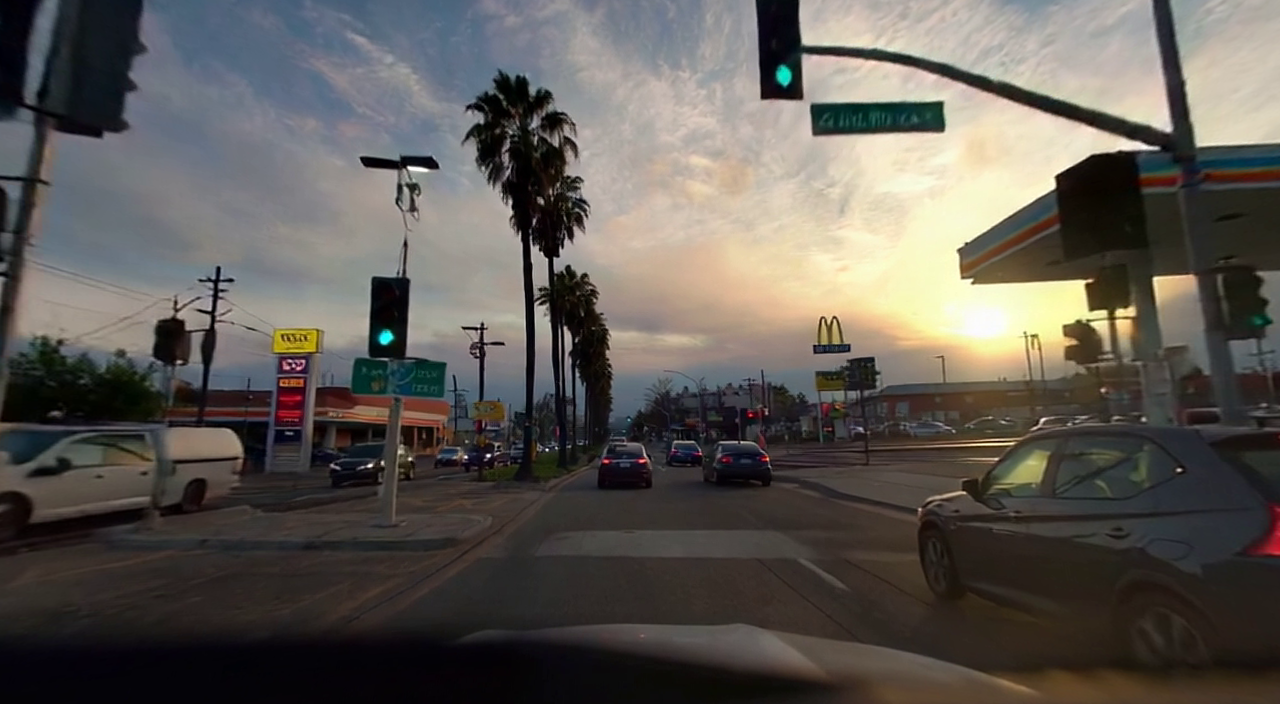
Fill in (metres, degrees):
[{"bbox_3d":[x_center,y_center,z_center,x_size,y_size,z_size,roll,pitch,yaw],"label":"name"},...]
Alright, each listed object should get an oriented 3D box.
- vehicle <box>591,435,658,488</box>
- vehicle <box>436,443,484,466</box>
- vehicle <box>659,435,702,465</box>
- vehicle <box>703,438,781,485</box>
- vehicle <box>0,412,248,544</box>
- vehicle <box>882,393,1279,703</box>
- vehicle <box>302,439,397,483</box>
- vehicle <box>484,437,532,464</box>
[{"bbox_3d":[-0.514,3.588,21.030,2.021,1.550,4.090,0,-8,-1],"label":"vehicle"},{"bbox_3d":[-12.119,6.922,42.880,1.908,1.506,4.397,0,-8,1],"label":"vehicle"},{"bbox_3d":[2.541,6.318,40.977,2.299,1.803,5.434,0,-8,-1],"label":"vehicle"},{"bbox_3d":[3.410,3.763,22.042,1.889,1.448,4.262,0,-8,-2],"label":"vehicle"},{"bbox_3d":[-10.178,2.171,11.491,2.252,1.871,5.727,-1,-8,2],"label":"vehicle"},{"bbox_3d":[3.392,1.131,4.000,1.987,1.474,4.198,0,-8,-1],"label":"vehicle"},{"bbox_3d":[-12.540,4.719,27.658,2.006,1.737,4.537,0,-8,0],"label":"vehicle"},{"bbox_3d":[-8.788,6.611,42.535,1.980,1.719,4.963,0,-8,2],"label":"vehicle"}]
